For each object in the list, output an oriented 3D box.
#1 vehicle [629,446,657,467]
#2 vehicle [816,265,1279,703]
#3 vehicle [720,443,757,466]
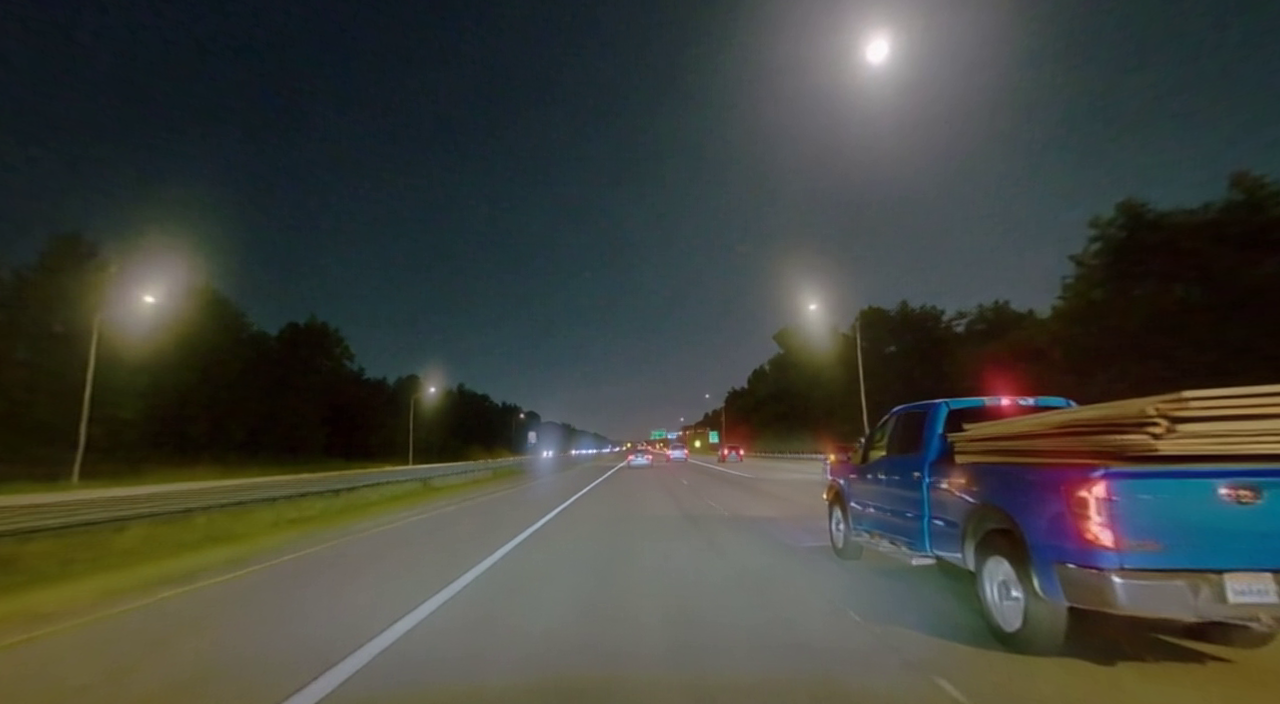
[{"bbox_3d":[0.238,7.820,47.343,2.030,1.473,3.926,0,-9,0],"label":"vehicle"},{"bbox_3d":[3.518,1.053,5.442,2.354,2.079,5.586,0,-9,0],"label":"vehicle"},{"bbox_3d":[7.683,8.033,49.616,2.189,1.704,4.521,0,-9,0],"label":"vehicle"}]
